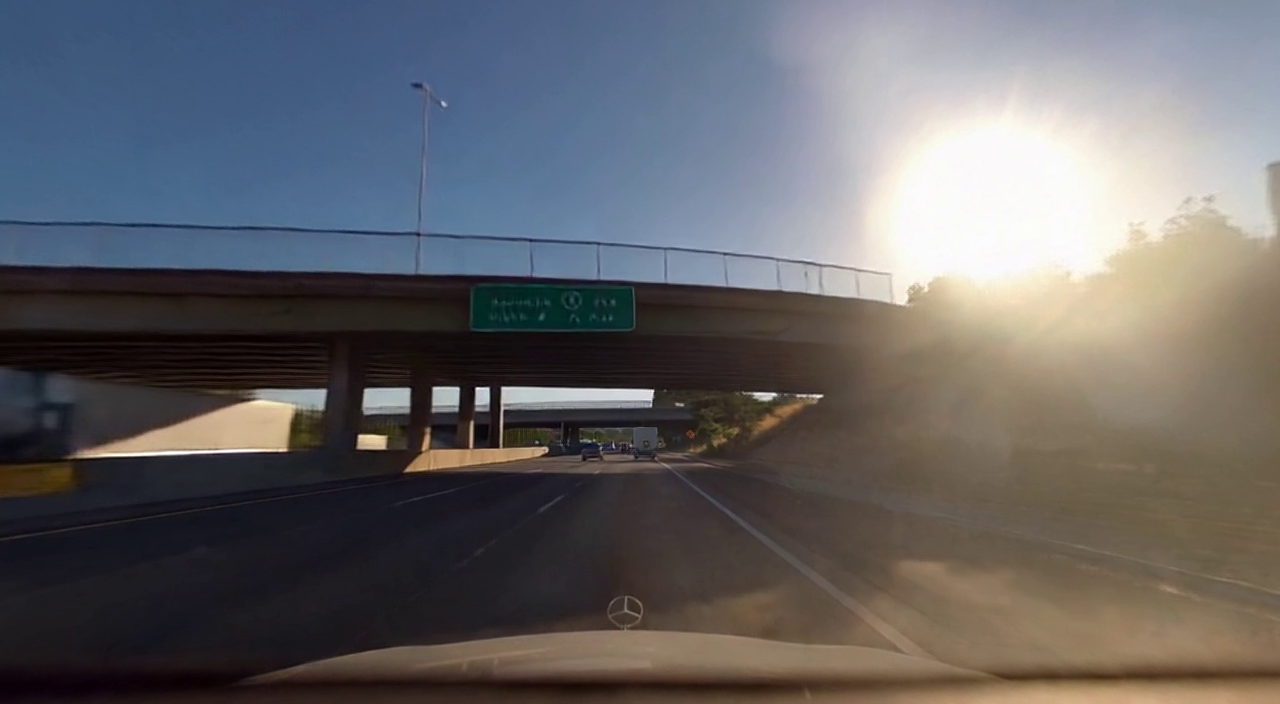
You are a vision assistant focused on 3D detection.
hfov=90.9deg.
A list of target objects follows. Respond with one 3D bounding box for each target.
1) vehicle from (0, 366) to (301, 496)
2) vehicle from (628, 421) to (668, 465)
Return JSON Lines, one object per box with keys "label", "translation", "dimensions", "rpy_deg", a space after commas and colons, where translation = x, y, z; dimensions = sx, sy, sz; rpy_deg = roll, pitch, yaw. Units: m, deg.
{"label": "vehicle", "translation": [-20.034, 3.409, 25.395], "dimensions": [3.423, 3.678, 16.963], "rpy_deg": [0, -9, 0]}
{"label": "vehicle", "translation": [0.515, 7.076, 48.578], "dimensions": [2.790, 3.075, 7.414], "rpy_deg": [0, -9, -1]}
